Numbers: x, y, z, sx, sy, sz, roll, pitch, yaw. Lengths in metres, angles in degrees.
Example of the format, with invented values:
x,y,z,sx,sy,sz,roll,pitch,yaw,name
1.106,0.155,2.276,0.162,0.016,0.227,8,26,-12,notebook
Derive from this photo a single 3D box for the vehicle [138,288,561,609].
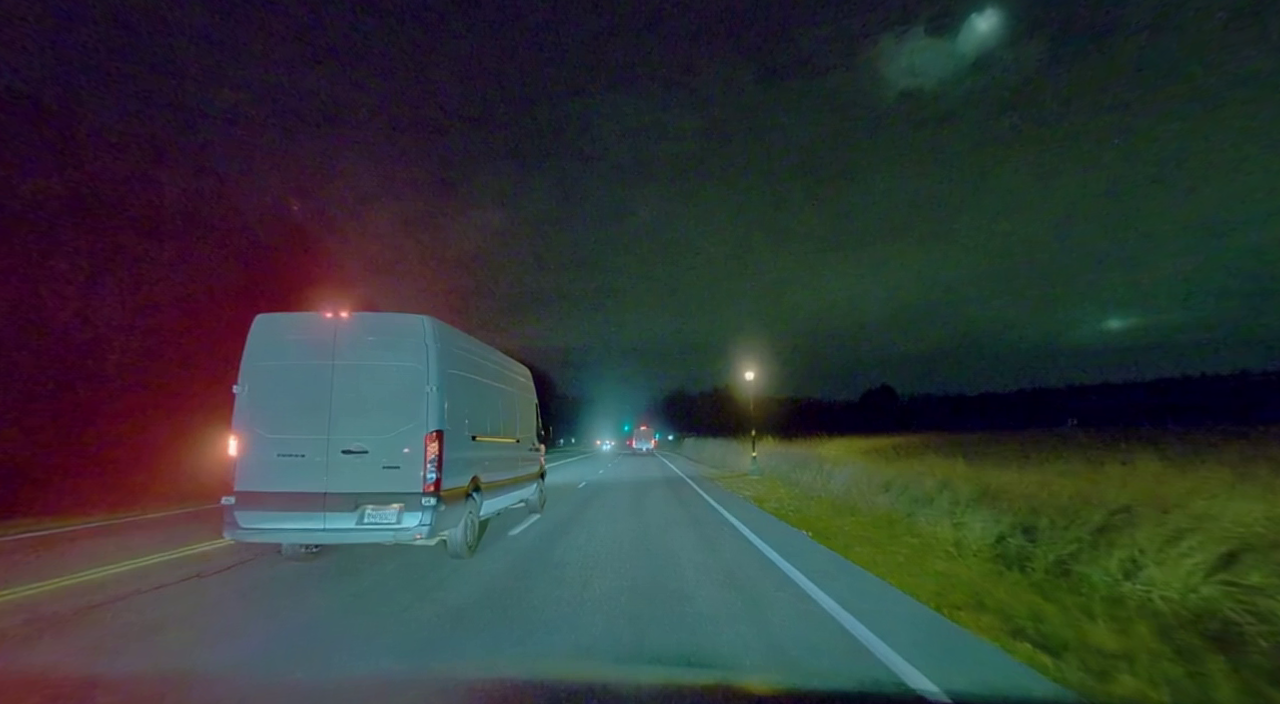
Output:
x,y,z,sx,sy,sz,roll,pitch,yaw,name
-2.734,1.177,8.202,2.497,2.628,6.016,0,-8,1,vehicle
